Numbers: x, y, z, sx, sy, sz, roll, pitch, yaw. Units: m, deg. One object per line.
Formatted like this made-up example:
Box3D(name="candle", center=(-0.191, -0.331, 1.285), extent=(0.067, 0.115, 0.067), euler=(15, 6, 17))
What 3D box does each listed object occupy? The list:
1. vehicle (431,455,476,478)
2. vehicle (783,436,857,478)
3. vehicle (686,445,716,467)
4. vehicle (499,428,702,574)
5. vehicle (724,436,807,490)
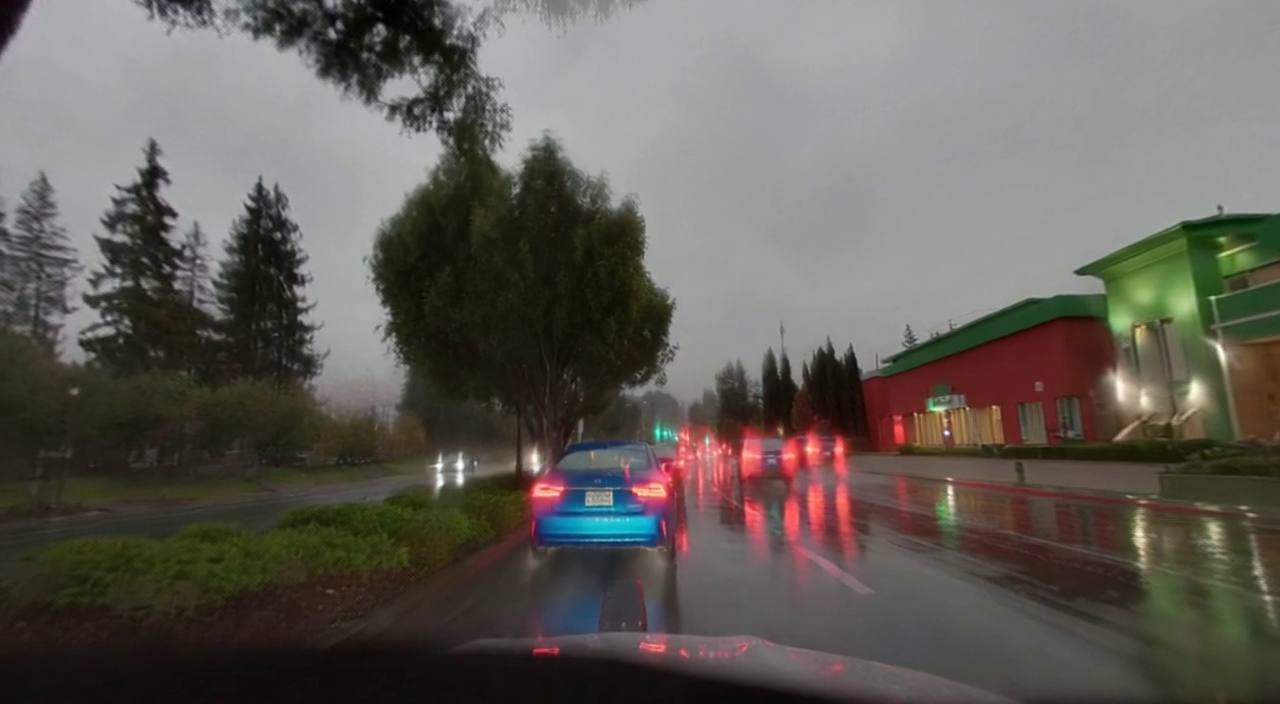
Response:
Box3D(name="vehicle", center=(-13.647, 8.407, 46.280), extent=(1.900, 1.508, 4.459), euler=(0, -9, 0))
Box3D(name="vehicle", center=(7.978, 4.709, 28.345), extent=(2.064, 1.747, 4.372), euler=(0, -9, 1))
Box3D(name="vehicle", center=(4.733, 8.134, 49.220), extent=(1.946, 1.648, 4.230), euler=(0, -9, 0))
Box3D(name="vehicle", center=(-0.394, 1.861, 8.617), extent=(2.111, 1.506, 4.018), euler=(0, -9, 1))
Box3D(name="vehicle", center=(4.143, 3.726, 21.494), extent=(1.971, 1.637, 4.317), euler=(0, -9, 1))
